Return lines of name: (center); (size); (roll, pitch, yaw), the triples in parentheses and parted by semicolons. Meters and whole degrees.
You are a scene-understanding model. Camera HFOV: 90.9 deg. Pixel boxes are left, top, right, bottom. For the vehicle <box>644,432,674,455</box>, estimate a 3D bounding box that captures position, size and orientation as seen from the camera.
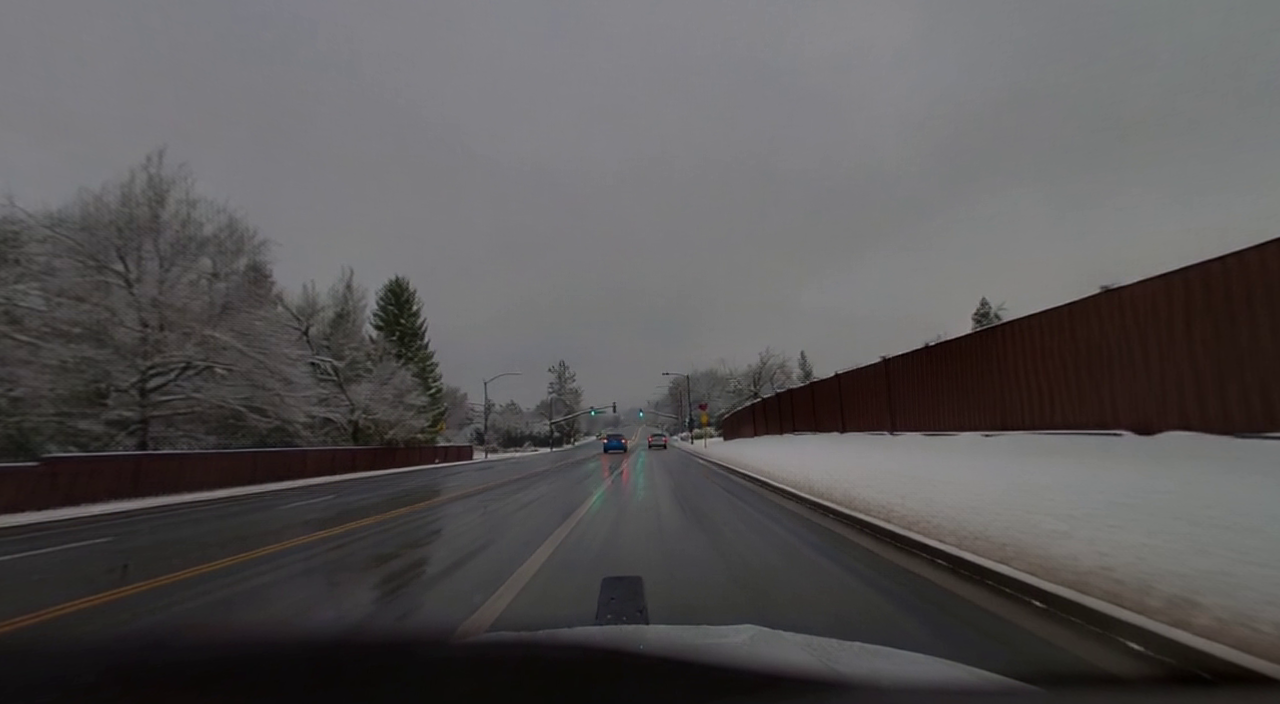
vehicle: (1.386, 6.940, 47.698); (2.127, 1.665, 3.993); (0, -8, 0)
